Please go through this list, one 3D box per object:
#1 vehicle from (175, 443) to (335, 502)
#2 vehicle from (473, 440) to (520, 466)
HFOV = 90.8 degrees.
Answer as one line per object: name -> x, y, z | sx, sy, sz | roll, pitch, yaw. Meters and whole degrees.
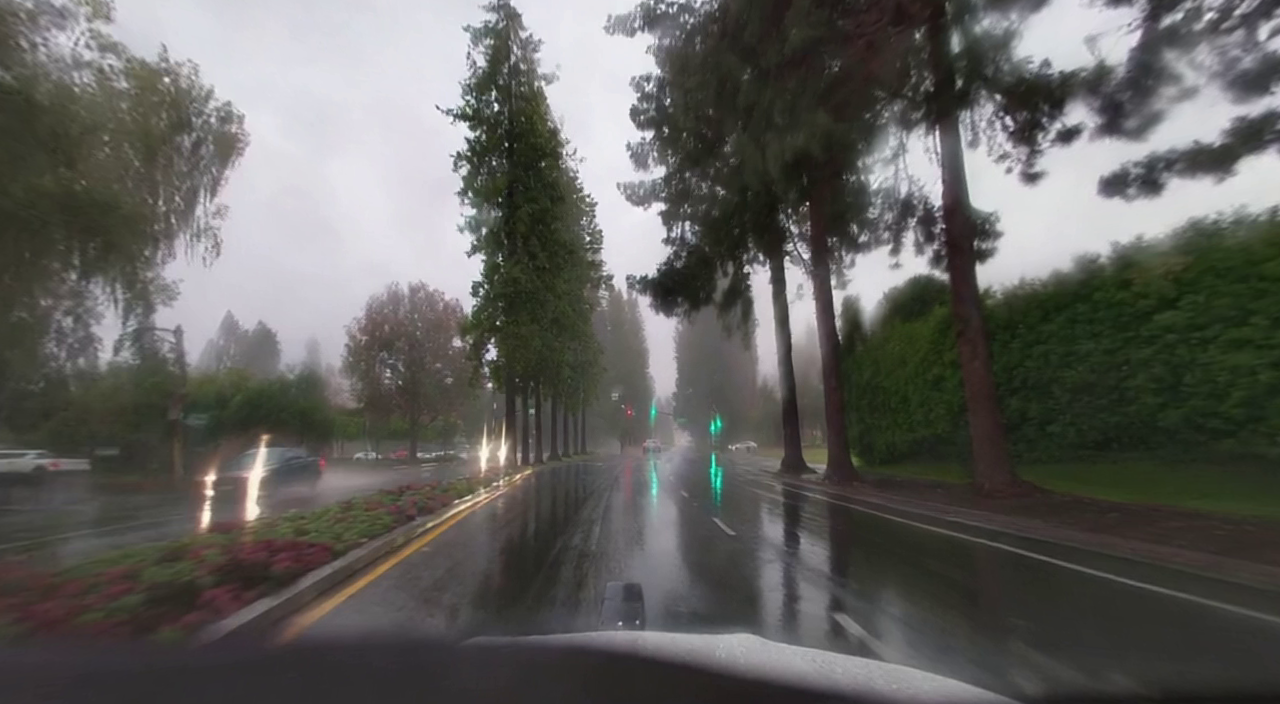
vehicle -> -11.599, 3.626, 19.522 | 1.948, 1.558, 4.672 | -1, -9, 1
vehicle -> -11.240, 7.931, 49.856 | 2.174, 1.855, 5.452 | -1, -9, 3
